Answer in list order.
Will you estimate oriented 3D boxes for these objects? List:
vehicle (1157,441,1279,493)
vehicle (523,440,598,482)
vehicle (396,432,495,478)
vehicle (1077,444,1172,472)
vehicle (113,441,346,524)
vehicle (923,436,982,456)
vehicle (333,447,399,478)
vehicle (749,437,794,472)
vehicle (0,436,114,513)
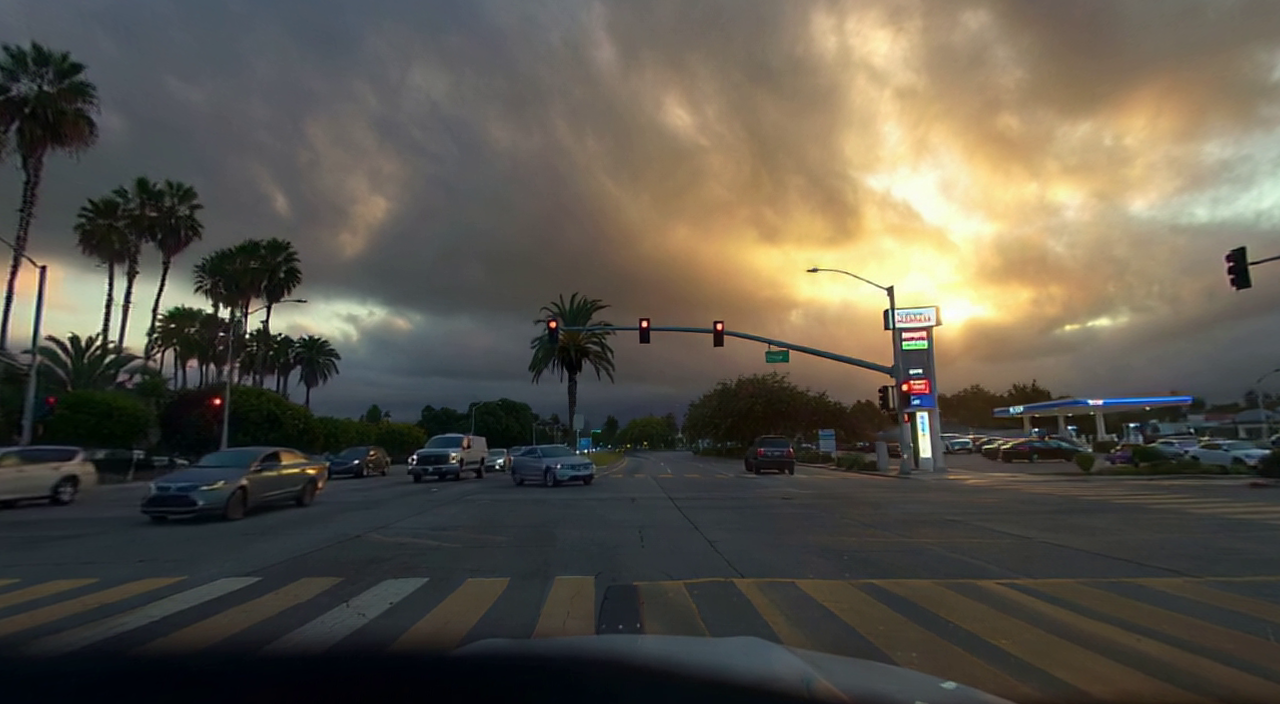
[{"bbox_3d":[18.689,3.404,18.813,5.015,1.446,1.862,0,-9,-3],"label":"vehicle"},{"bbox_3d":[-3.385,4.425,25.965,2.079,1.490,5.064,3,-9,-19],"label":"vehicle"},{"bbox_3d":[-8.629,4.647,28.776,2.609,1.865,5.875,0,-9,0],"label":"vehicle"},{"bbox_3d":[24.278,5.306,31.732,3.474,1.376,1.538,0,-9,-2],"label":"vehicle"},{"bbox_3d":[-8.679,2.769,14.045,2.034,1.510,4.647,0,-9,0],"label":"vehicle"},{"bbox_3d":[22.561,6.774,45.654,3.356,1.395,1.559,0,-9,-1],"label":"vehicle"},{"bbox_3d":[-15.122,6.085,35.115,1.809,1.605,4.033,0,-9,0],"label":"vehicle"},{"bbox_3d":[6.949,5.482,33.890,1.929,1.719,4.892,-1,-9,7],"label":"vehicle"},{"bbox_3d":[-15.250,2.796,14.481,1.852,1.705,5.263,0,-9,-1],"label":"vehicle"}]
